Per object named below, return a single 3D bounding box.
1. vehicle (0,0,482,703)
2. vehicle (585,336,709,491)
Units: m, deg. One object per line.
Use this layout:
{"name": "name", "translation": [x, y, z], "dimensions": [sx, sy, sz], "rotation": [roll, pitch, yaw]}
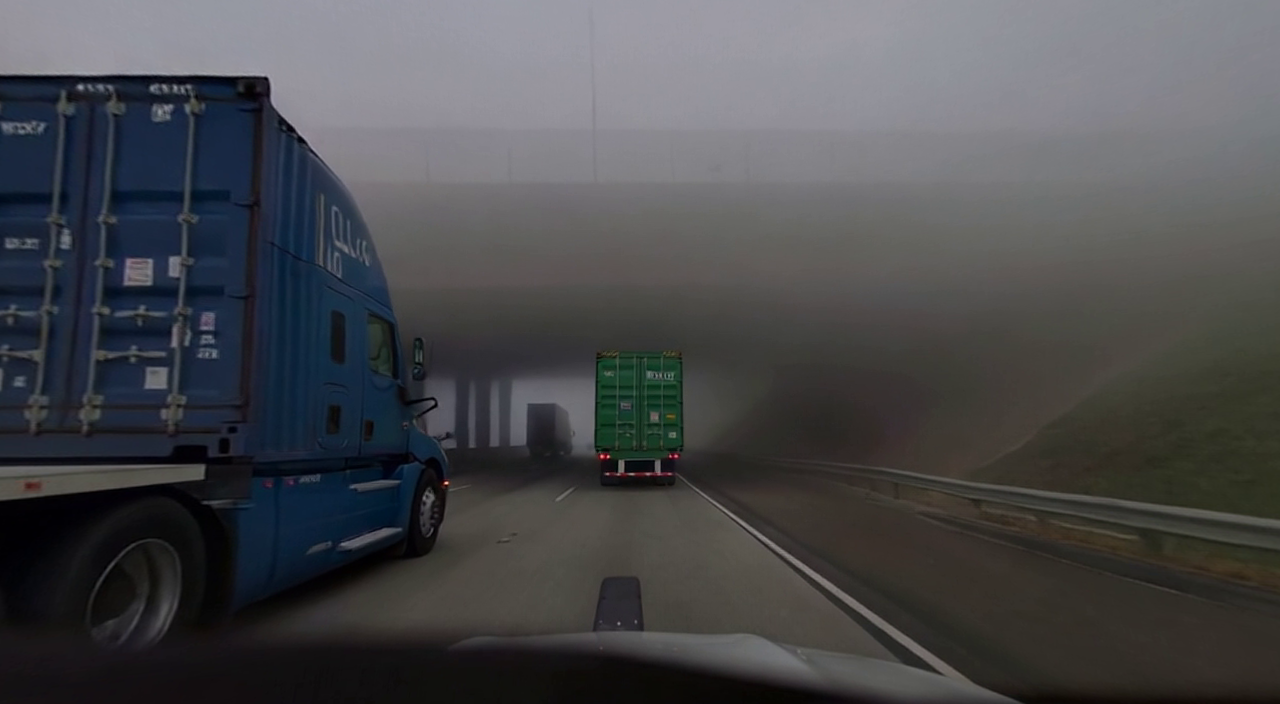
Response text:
{"name": "vehicle", "translation": [-3.597, -0.018, 4.361], "dimensions": [3.187, 3.949, 6.963], "rotation": [0, -9, 0]}
{"name": "vehicle", "translation": [0.013, 2.197, 21.090], "dimensions": [3.357, 4.212, 7.519], "rotation": [0, -9, -2]}
